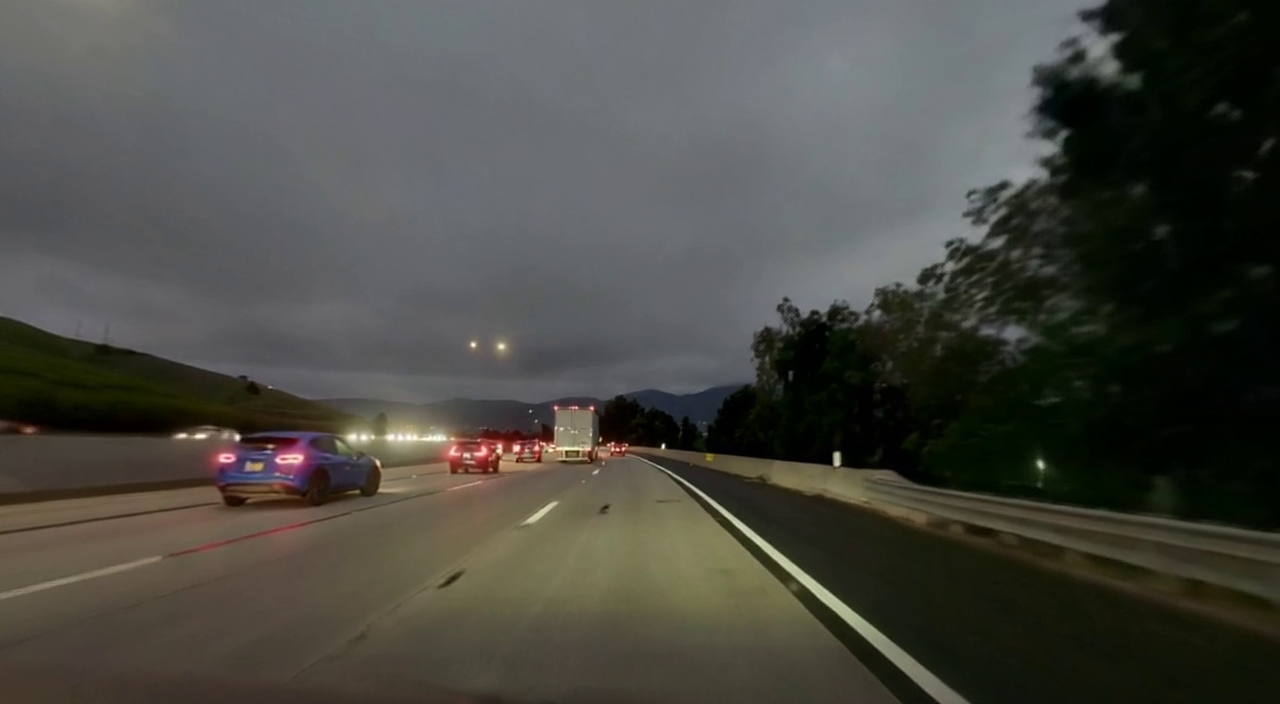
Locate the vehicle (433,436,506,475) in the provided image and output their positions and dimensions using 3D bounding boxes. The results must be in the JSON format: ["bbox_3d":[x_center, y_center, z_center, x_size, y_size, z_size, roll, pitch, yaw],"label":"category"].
[{"bbox_3d":[-7.792,4.773,29.285,2.099,1.644,4.638,1,-9,-1],"label":"vehicle"}]

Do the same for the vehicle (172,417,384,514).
[{"bbox_3d":[-7.524,2.410,13.738,2.081,1.740,4.268,1,-9,-1],"label":"vehicle"}]
